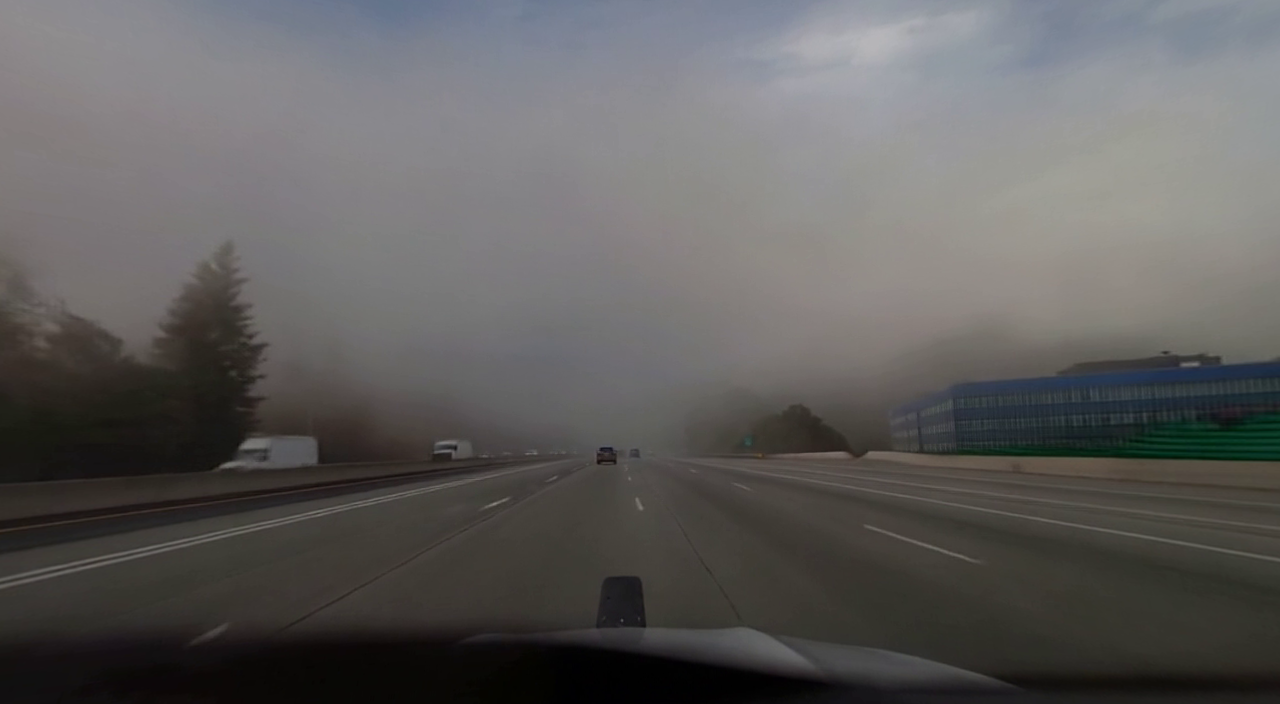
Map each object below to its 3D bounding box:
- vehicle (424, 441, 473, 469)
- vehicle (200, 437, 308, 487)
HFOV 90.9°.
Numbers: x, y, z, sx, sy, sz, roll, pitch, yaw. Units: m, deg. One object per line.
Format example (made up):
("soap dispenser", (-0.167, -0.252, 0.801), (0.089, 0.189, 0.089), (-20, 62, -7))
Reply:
("vehicle", (-14.138, 7.608, 46.778), (2.125, 1.915, 4.942), (0, -9, -1))
("vehicle", (-22.338, 6.399, 36.949), (2.365, 2.606, 6.439), (0, -9, -1))
